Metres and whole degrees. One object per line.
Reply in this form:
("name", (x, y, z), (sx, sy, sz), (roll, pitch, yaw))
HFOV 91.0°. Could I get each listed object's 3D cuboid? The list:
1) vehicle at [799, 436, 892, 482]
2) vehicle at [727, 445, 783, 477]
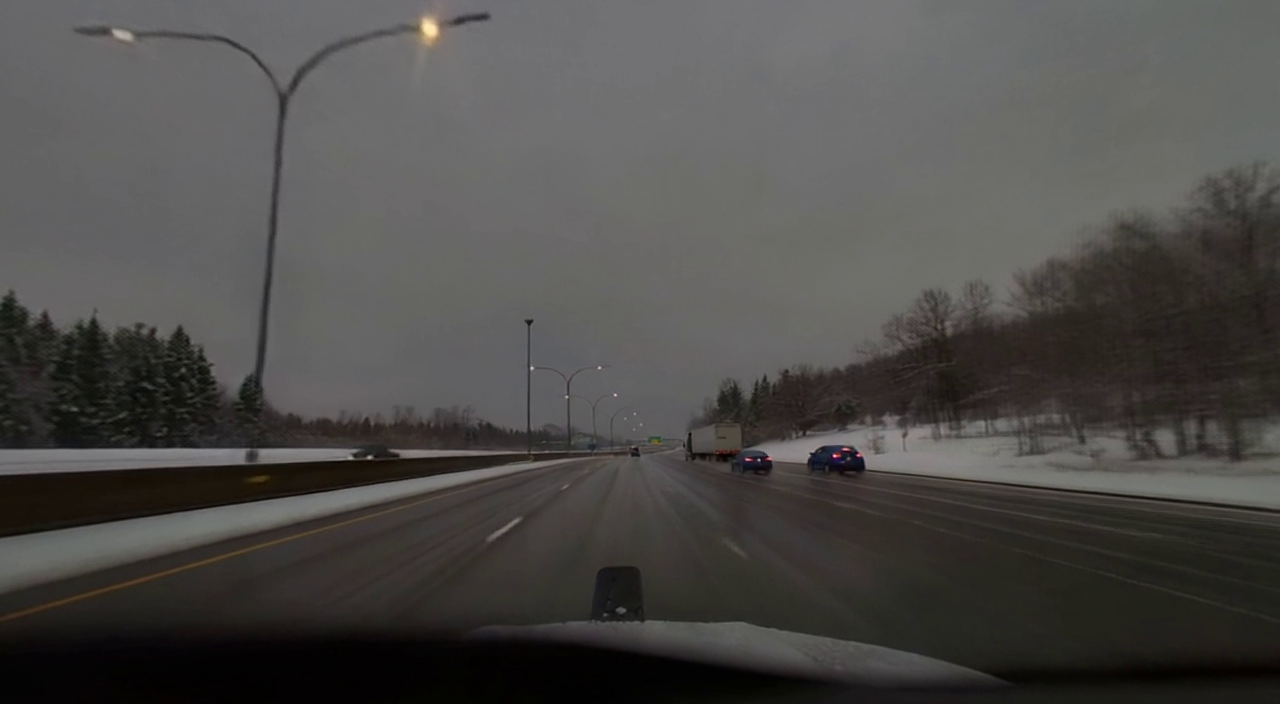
("vehicle", (9.533, 5.013, 29.896), (2.387, 1.936, 5.646), (0, -9, -2))
("vehicle", (5.972, 5.727, 33.269), (2.053, 1.553, 4.463), (0, -9, -1))
